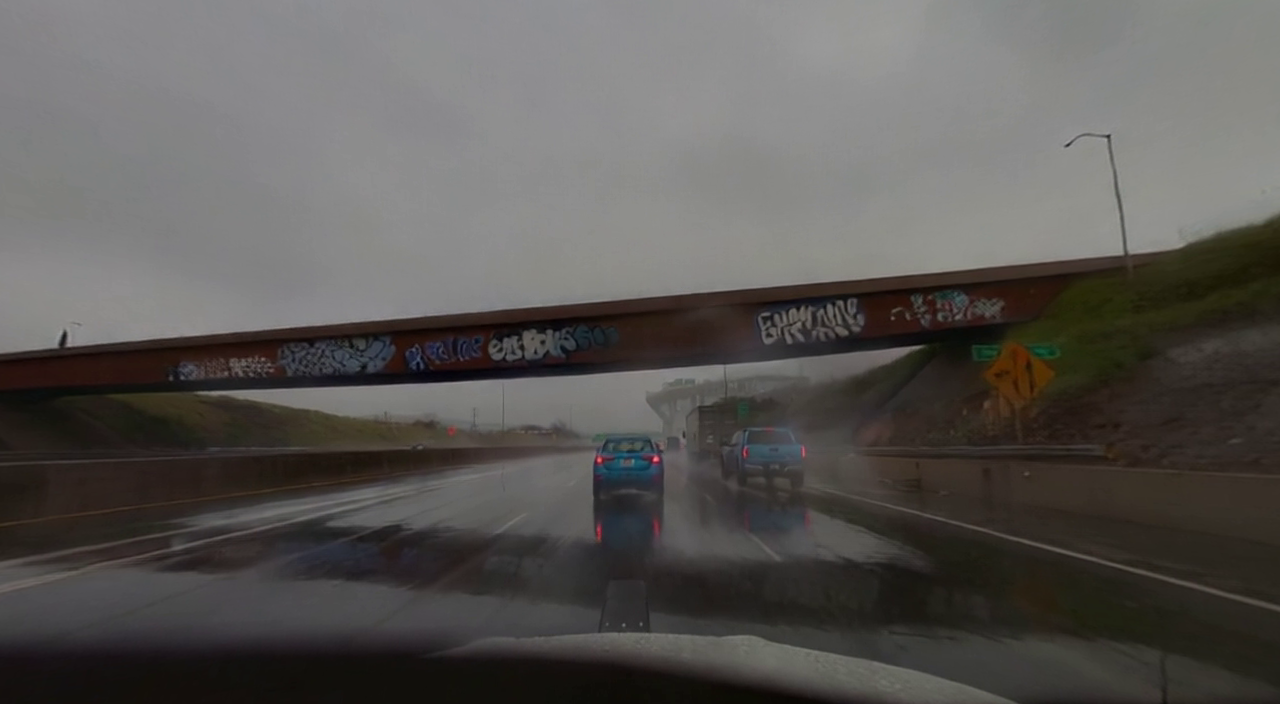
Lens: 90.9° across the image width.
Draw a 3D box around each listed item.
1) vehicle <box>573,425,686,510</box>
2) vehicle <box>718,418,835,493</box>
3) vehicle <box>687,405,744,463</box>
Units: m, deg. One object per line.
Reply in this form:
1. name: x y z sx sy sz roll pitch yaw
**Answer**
1. vehicle: -0.183 2.543 14.307 2.193 1.651 3.946 0 -8 1
2. vehicle: 3.880 3.109 19.288 2.311 1.922 5.977 0 -8 1
3. vehicle: 4.702 5.346 40.727 2.873 3.408 7.323 0 -8 1
